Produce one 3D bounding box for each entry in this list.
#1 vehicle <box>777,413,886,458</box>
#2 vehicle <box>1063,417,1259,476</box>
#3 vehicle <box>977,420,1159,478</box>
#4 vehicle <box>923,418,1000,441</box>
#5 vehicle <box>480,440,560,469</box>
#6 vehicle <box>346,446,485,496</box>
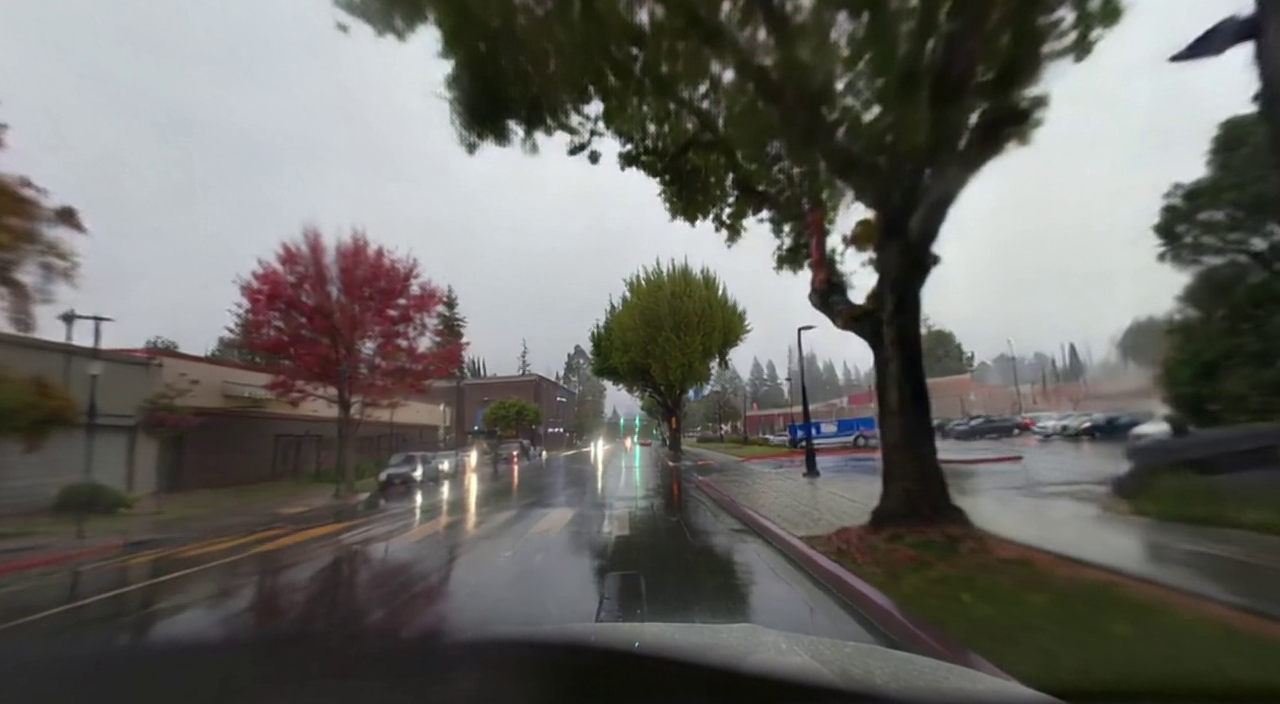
[{"bbox_3d":[10.938,4.781,36.188,5.453,1.794,2.011,-8,-6,-1],"label":"vehicle"},{"bbox_3d":[14.772,2.731,18.257,1.934,1.477,4.373,0,-8,0],"label":"vehicle"},{"bbox_3d":[11.777,2.727,17.801,1.950,1.429,4.589,0,-8,1],"label":"vehicle"},{"bbox_3d":[23.615,5.726,46.286,4.521,1.634,1.996,0,-8,-1],"label":"vehicle"},{"bbox_3d":[-7.561,6.480,40.001,4.585,1.758,2.050,8,-12,-43],"label":"vehicle"},{"bbox_3d":[-8.680,4.603,24.640,1.879,1.543,4.778,-13,-13,43],"label":"vehicle"}]
